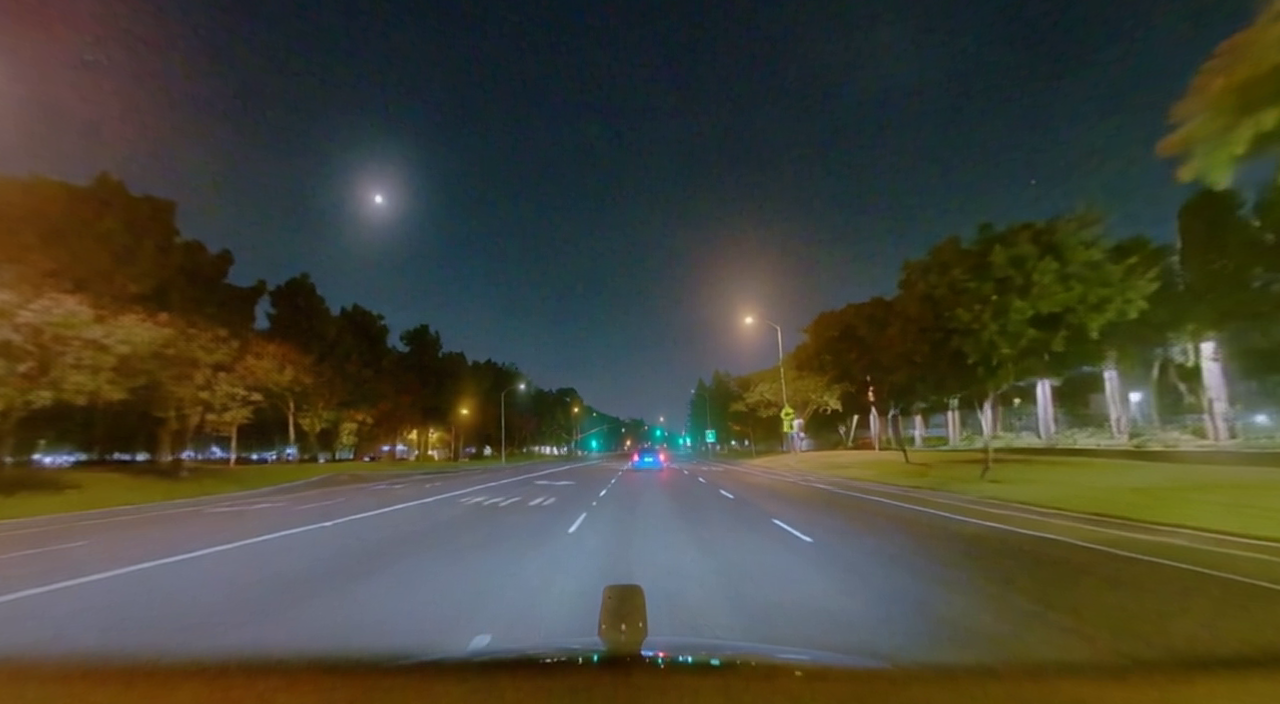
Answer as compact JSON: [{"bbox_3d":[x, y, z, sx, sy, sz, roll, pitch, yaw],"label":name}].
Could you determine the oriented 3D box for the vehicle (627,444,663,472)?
[{"bbox_3d":[0.250,6.113,36.658,1.978,1.499,3.915,0,-8,-1],"label":"vehicle"}]
